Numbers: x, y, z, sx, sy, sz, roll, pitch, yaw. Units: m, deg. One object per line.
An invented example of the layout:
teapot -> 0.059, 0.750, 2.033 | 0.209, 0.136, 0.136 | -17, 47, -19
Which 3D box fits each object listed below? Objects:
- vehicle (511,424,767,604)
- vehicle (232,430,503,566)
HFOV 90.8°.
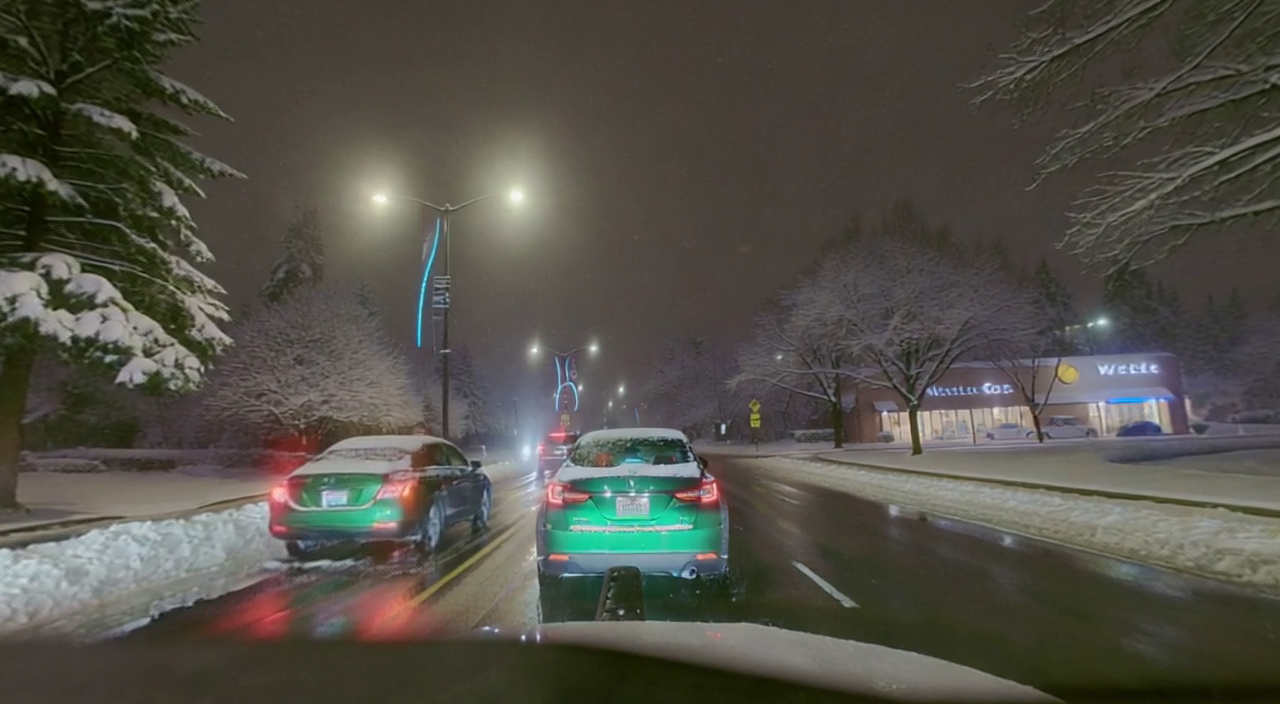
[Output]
vehicle -> -0.061, 1.641, 7.308 | 2.126, 1.475, 3.967 | 0, -8, -2
vehicle -> -3.504, 1.950, 9.265 | 1.961, 1.487, 4.453 | 0, -8, 0
